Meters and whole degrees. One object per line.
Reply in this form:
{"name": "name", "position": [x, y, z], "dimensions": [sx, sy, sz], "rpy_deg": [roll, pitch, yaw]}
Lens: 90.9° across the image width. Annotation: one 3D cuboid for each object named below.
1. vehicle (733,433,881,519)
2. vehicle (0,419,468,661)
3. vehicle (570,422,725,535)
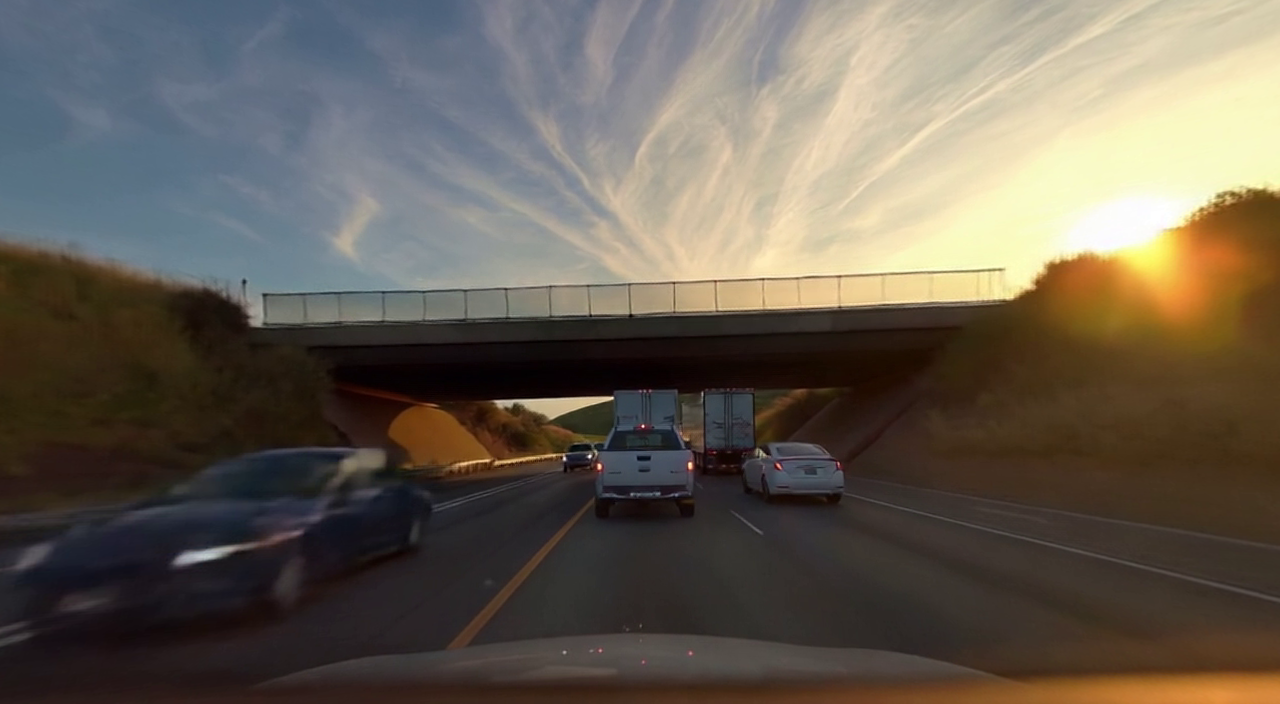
{"name": "vehicle", "position": [3.270, 2.525, 13.268], "dimensions": [1.972, 1.505, 3.946], "rpy_deg": [-1, -9, -1]}
{"name": "vehicle", "position": [-3.380, 1.556, 6.251], "dimensions": [2.096, 1.531, 4.210], "rpy_deg": [-1, -9, 1]}
{"name": "vehicle", "position": [0.140, 2.181, 11.315], "dimensions": [2.256, 1.615, 4.114], "rpy_deg": [-1, -9, 1]}
